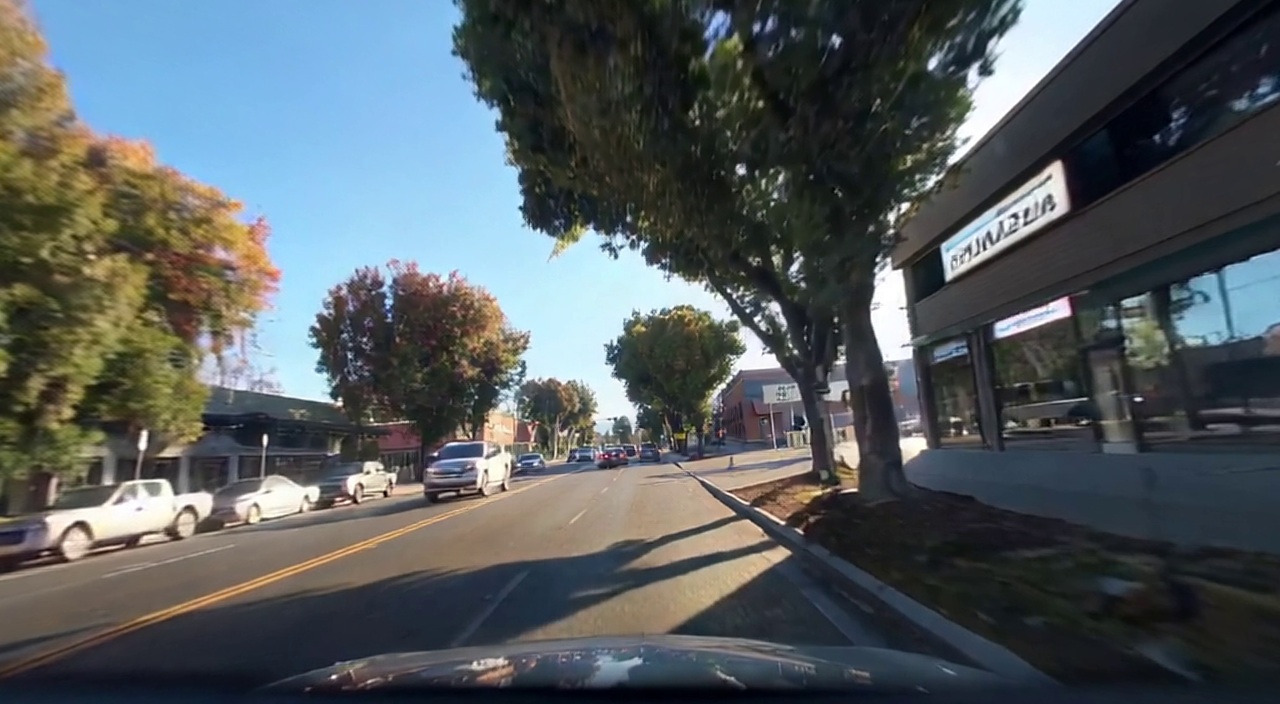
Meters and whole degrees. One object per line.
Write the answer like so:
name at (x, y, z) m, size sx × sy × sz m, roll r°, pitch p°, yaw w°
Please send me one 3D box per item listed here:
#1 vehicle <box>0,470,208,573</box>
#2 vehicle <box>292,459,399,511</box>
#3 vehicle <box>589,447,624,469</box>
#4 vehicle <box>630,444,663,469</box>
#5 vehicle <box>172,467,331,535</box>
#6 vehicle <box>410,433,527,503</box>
vehicle at (-11.269, 3.332, 12.966) m, size 1.946 × 1.526 × 3.954 m, roll -2°, pitch -7°, yaw 0°
vehicle at (-11.248, 5.067, 24.473) m, size 1.925 × 1.709 × 4.426 m, roll 0°, pitch -8°, yaw 1°
vehicle at (-2.220, 7.147, 42.774) m, size 2.099 × 1.424 × 4.609 m, roll 0°, pitch -8°, yaw 1°
vehicle at (0.421, 6.748, 40.883) m, size 2.020 × 1.478 × 3.922 m, roll 0°, pitch -8°, yaw 1°
vehicle at (-11.322, 4.316, 18.841) m, size 1.858 × 1.469 × 4.665 m, roll -4°, pitch -9°, yaw 0°
vehicle at (-6.008, 4.150, 23.115) m, size 2.644 × 2.161 × 5.825 m, roll -1°, pitch -8°, yaw 1°
